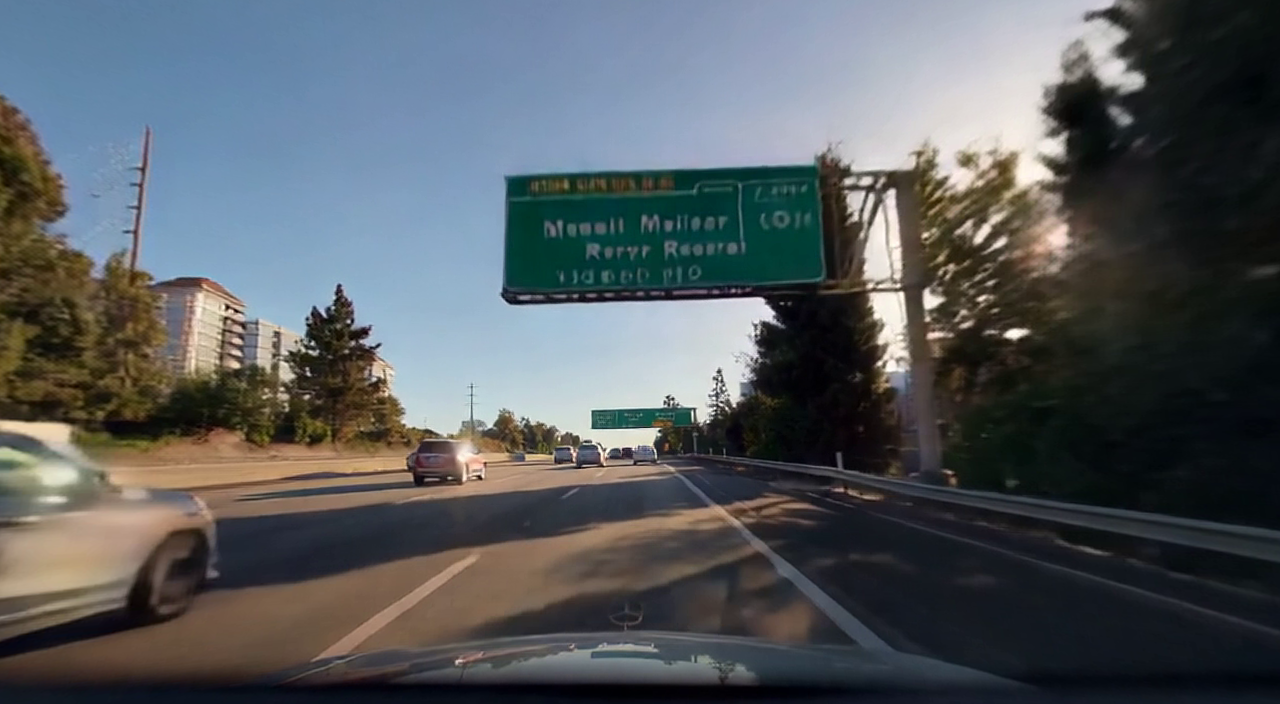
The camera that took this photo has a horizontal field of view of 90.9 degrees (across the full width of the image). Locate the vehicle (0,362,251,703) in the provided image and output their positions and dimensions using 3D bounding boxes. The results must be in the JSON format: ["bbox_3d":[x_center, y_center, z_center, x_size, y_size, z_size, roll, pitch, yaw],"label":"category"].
[{"bbox_3d":[-4.152,0.832,2.445,2.136,1.718,4.873,0,-9,0],"label":"vehicle"}]

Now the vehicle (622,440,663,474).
[{"bbox_3d":[0.134,5.803,35.119,2.135,1.697,4.757,0,-8,0],"label":"vehicle"}]

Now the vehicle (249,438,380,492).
[{"bbox_3d":[-11.525,4.006,22.822,2.187,1.726,4.634,0,-9,1],"label":"vehicle"}]

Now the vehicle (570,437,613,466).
[{"bbox_3d":[-3.622,7.599,48.283,2.751,2.050,5.761,0,-8,1],"label":"vehicle"}]

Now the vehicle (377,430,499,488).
[{"bbox_3d":[-7.390,4.019,24.001,2.521,1.901,5.988,0,-8,2],"label":"vehicle"}]
